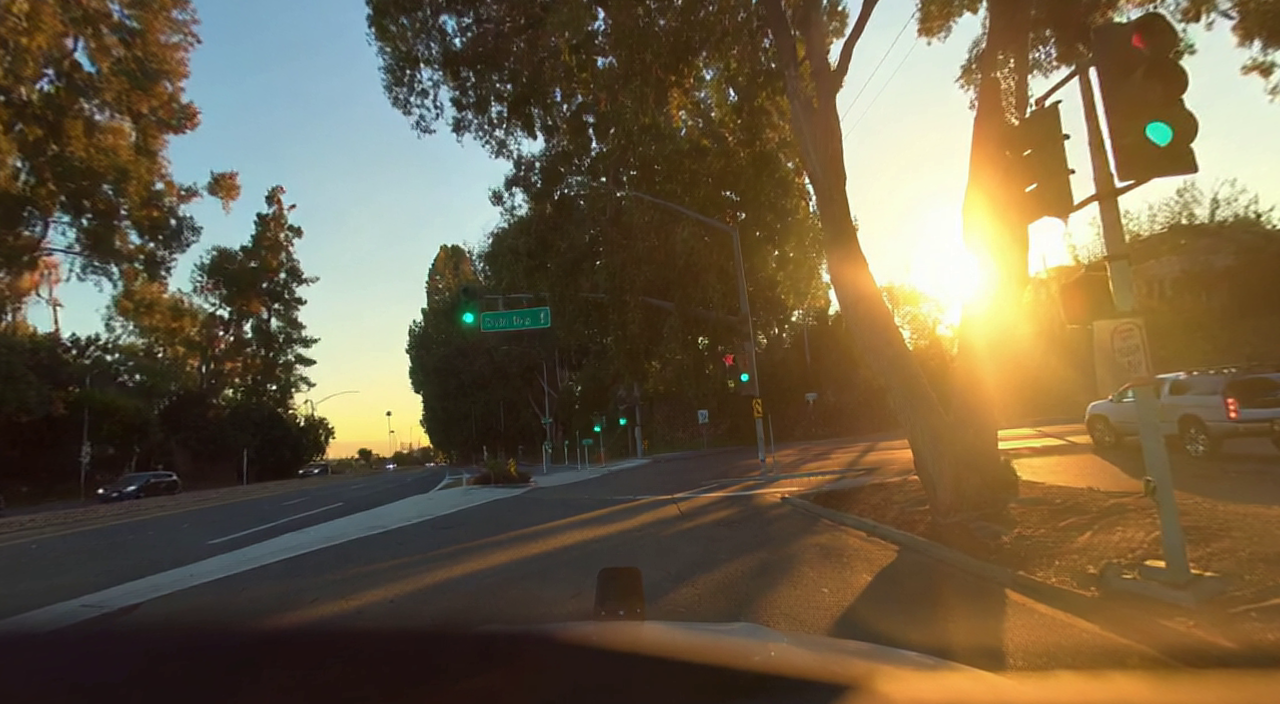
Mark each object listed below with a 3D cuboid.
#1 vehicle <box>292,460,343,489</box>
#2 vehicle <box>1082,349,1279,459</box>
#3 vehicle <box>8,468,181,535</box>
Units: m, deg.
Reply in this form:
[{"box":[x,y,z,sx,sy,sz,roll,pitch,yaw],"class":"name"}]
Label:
[{"box":[-21.082,7.991,41.474,1.986,1.492,4.332,-3,-8,-13],"class":"vehicle"},{"box":[10.646,1.084,11.784,1.855,1.669,4.529,-2,-9,6],"class":"vehicle"},{"box":[-17.021,4.623,20.089,2.078,1.486,4.629,-4,-8,-11],"class":"vehicle"}]
